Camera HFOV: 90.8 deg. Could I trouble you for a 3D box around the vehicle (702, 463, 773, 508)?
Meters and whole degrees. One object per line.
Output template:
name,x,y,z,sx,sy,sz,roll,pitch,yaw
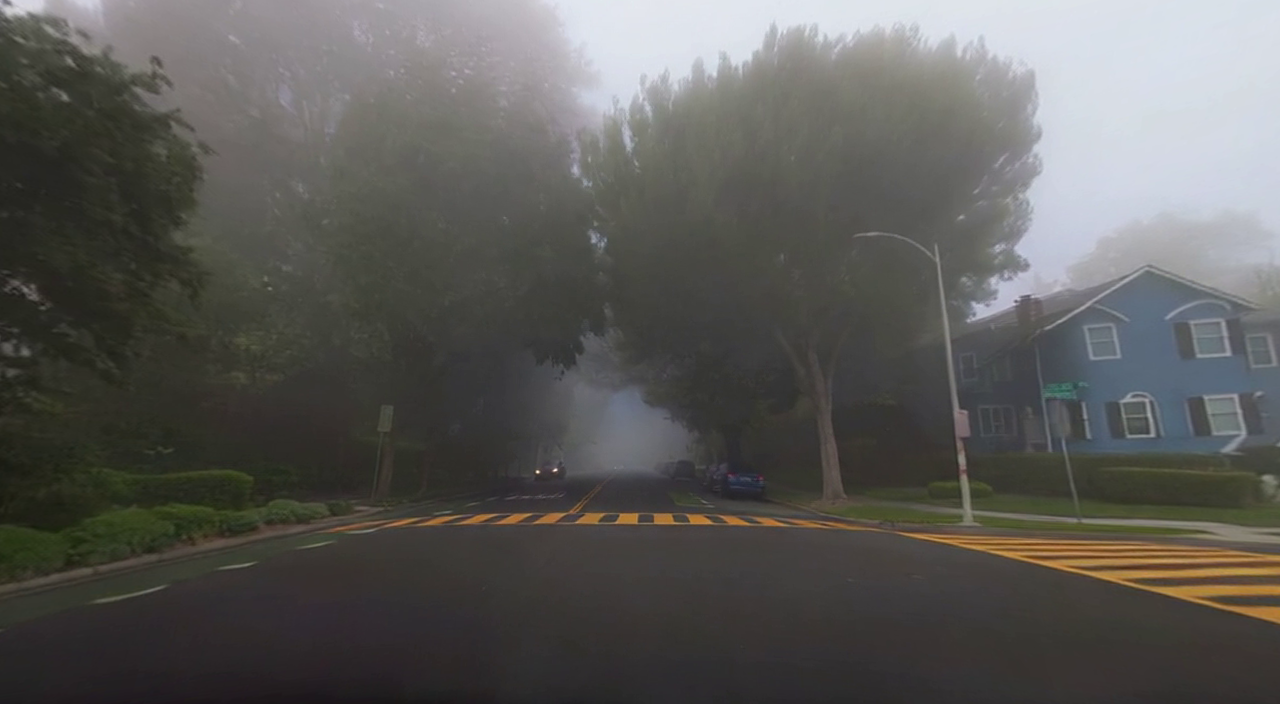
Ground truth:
vehicle,3.708,5.173,24.903,1.961,1.472,4.434,0,-9,-2
